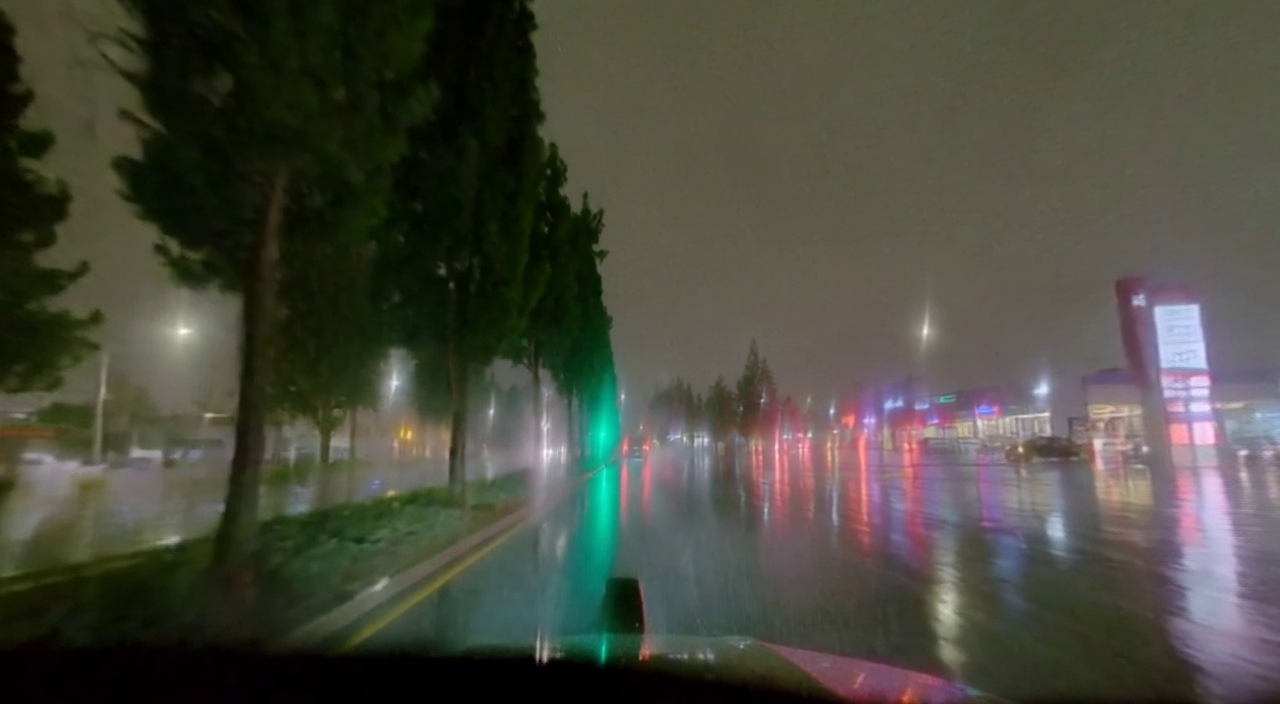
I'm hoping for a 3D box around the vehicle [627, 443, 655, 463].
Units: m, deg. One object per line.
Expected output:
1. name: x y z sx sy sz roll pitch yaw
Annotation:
1. vehicle: 0.038 7.942 49.909 2.159 1.461 4.142 0 -8 -1
